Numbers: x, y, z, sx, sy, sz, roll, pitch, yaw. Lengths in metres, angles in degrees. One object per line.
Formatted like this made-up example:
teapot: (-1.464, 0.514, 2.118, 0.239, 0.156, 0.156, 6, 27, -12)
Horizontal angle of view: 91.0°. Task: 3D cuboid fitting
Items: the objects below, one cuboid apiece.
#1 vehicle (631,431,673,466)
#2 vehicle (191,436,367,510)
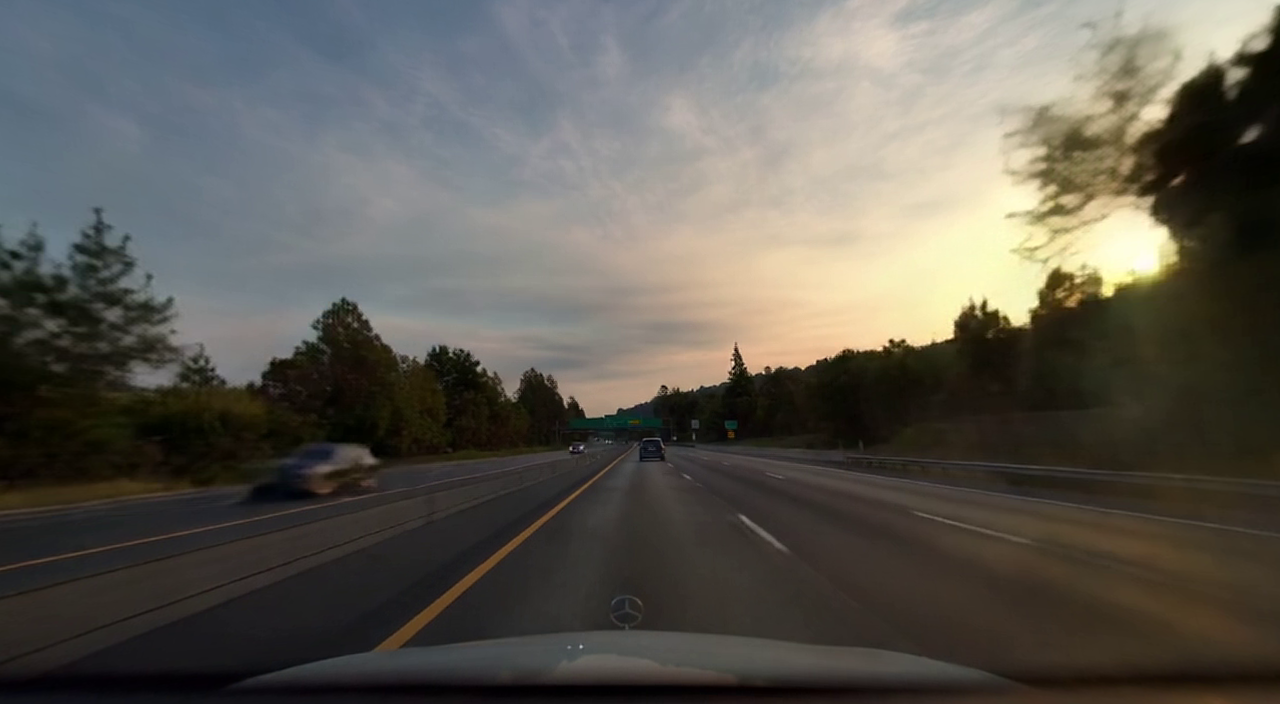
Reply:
vehicle: (0.698, 5.677, 37.218, 2.301, 1.944, 4.554, 0, -8, 1)
vehicle: (-8.442, 2.821, 15.220, 1.863, 1.529, 4.010, 0, -8, 0)
